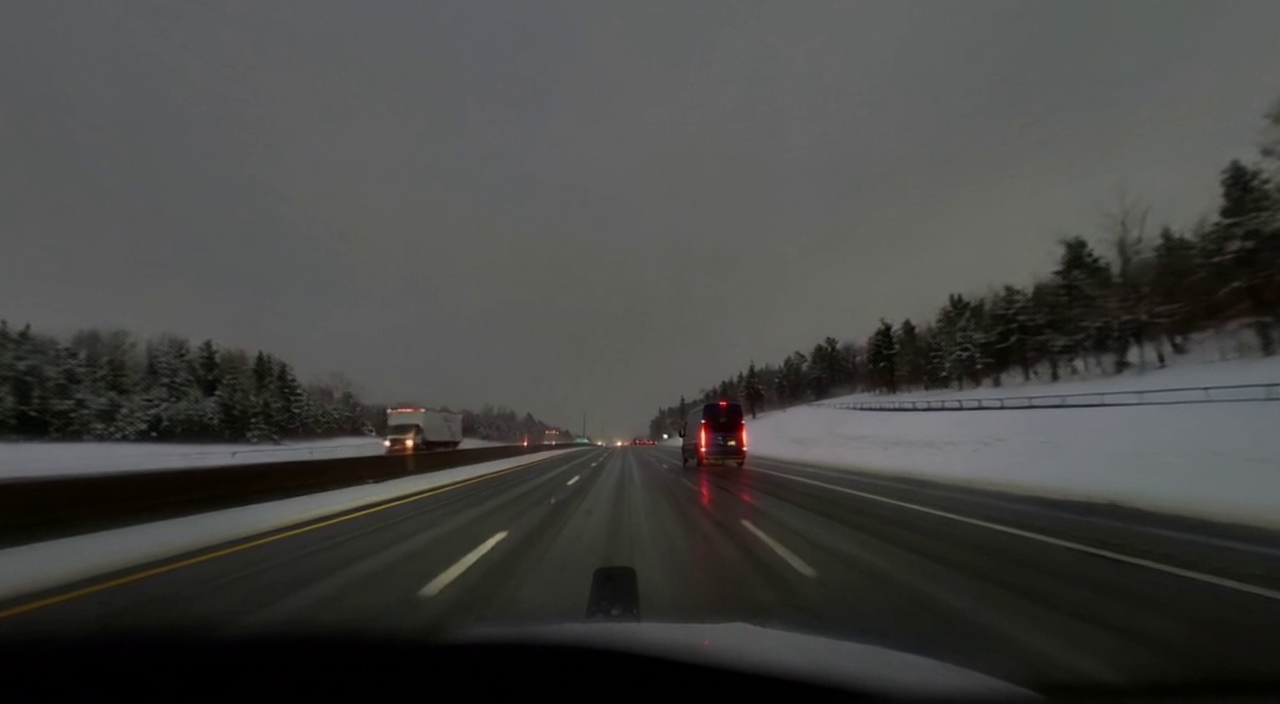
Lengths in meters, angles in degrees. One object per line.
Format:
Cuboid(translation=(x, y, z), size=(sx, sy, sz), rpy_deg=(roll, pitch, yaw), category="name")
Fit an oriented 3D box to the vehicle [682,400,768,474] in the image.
Cuboid(translation=(3.356, 3.604, 26.622), size=(2.431, 2.667, 6.921), rpy_deg=(0, -8, -2), category="vehicle")
